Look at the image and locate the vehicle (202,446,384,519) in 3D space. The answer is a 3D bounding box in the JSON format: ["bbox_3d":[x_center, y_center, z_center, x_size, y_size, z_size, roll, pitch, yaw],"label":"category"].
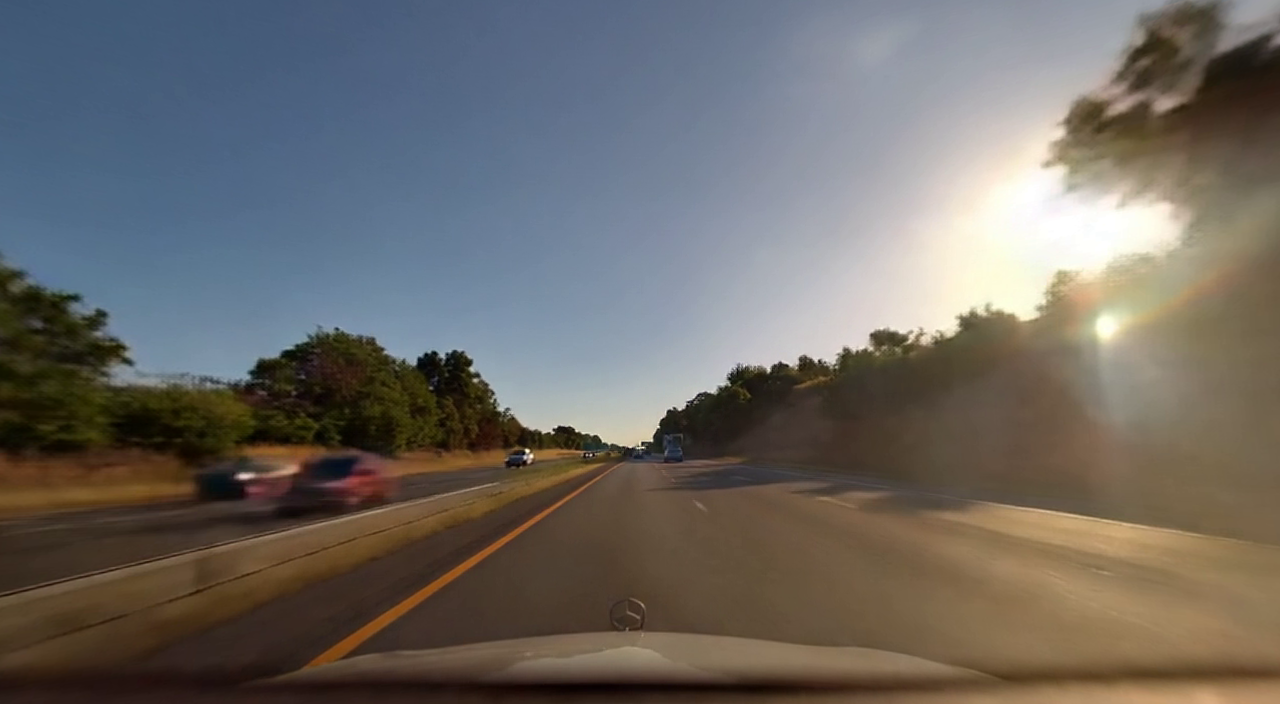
[{"bbox_3d":[-8.262,3.107,15.616,2.029,1.506,4.335,0,-9,0],"label":"vehicle"}]
